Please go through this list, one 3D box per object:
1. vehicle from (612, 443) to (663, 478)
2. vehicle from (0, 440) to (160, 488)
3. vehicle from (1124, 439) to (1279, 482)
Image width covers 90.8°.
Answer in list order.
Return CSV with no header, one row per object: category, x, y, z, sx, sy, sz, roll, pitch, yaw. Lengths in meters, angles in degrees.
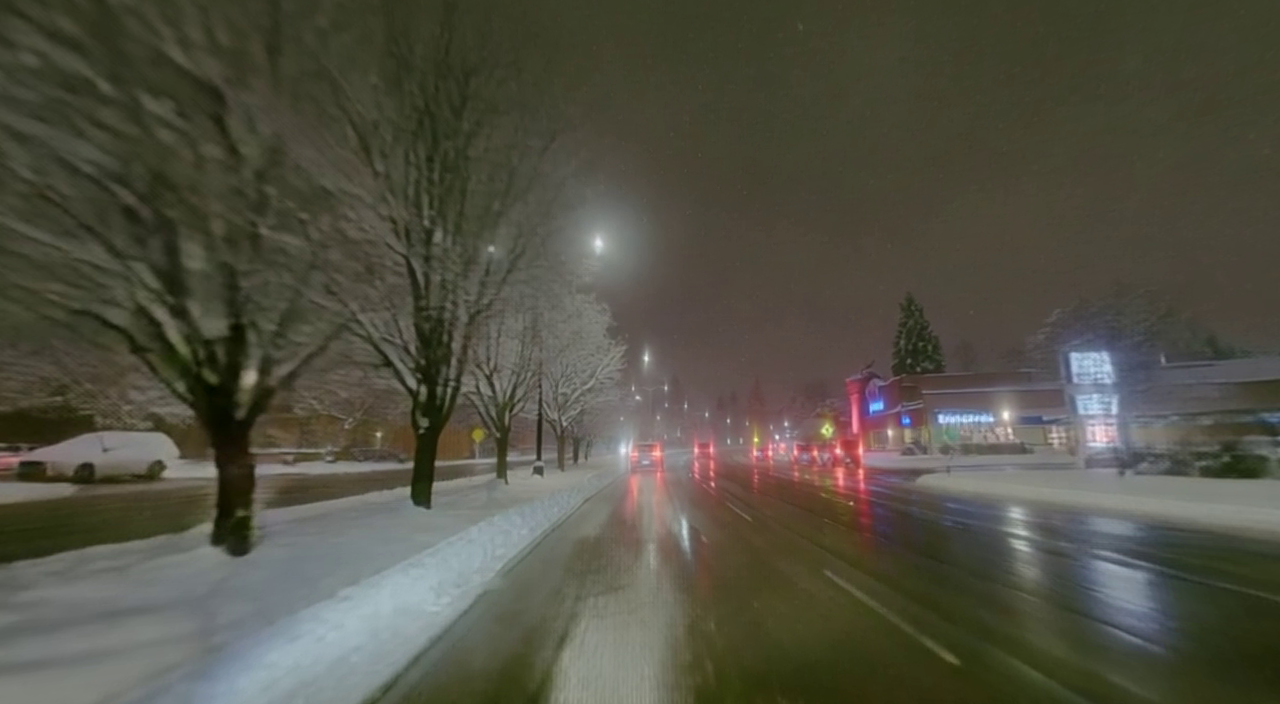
vehicle,-0.055,4.851,28.512,2.095,1.456,3.873,-1,-8,3
vehicle,-24.644,4.899,28.090,5.104,1.947,2.106,6,-10,-36
vehicle,20.971,4.008,23.560,4.197,1.505,1.915,0,-8,0
